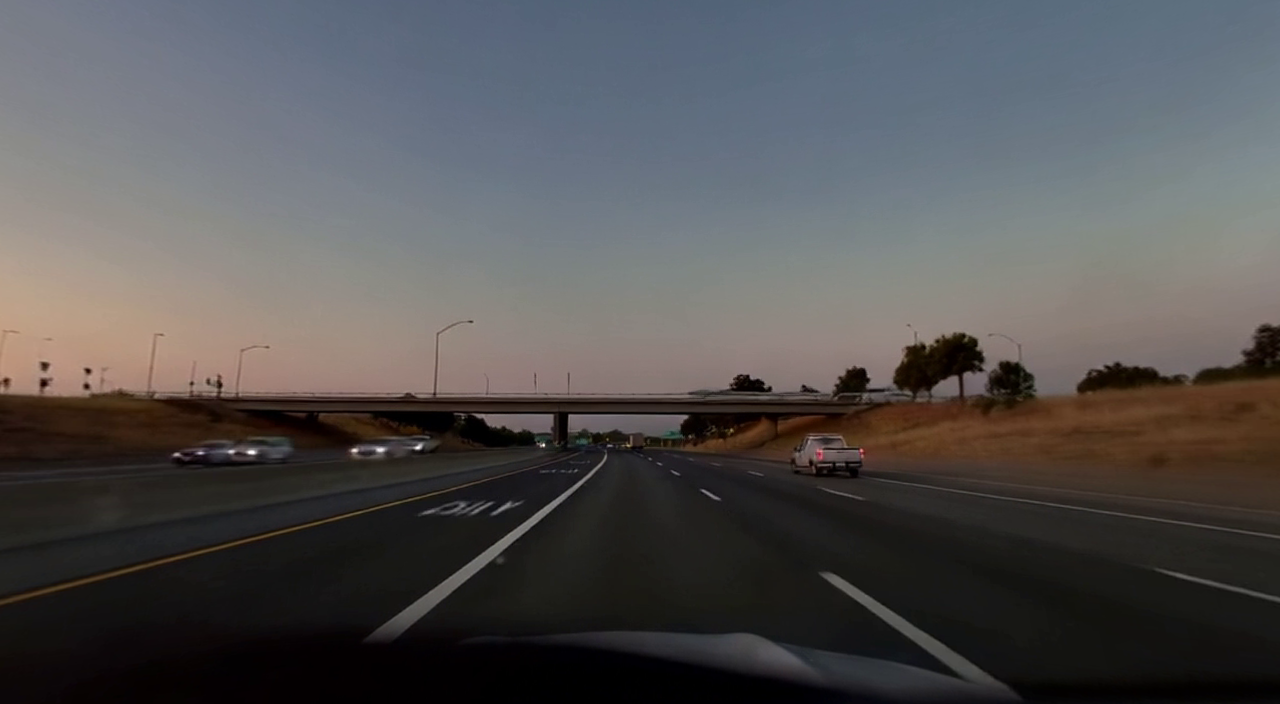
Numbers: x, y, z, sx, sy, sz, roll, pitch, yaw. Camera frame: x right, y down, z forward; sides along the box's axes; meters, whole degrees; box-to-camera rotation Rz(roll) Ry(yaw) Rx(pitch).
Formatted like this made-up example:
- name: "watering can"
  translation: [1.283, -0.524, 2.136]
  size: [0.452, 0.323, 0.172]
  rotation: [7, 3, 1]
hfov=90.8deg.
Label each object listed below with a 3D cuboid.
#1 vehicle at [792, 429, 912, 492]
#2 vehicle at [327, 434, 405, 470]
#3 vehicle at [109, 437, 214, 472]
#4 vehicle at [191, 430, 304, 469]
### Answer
- name: "vehicle"
  translation: [6.446, 3.352, 19.865]
  size: [2.104, 1.723, 4.538]
  rotation: [0, -9, -2]
- name: "vehicle"
  translation: [-14.447, 5.302, 33.613]
  size: [2.078, 1.773, 4.681]
  rotation: [0, -9, -1]
- name: "vehicle"
  translation: [-26.359, 5.644, 35.032]
  size: [2.035, 1.768, 4.852]
  rotation: [0, -9, -1]
- name: "vehicle"
  translation: [-22.582, 5.660, 36.768]
  size: [2.733, 2.089, 6.229]
  rotation: [0, -9, -2]
